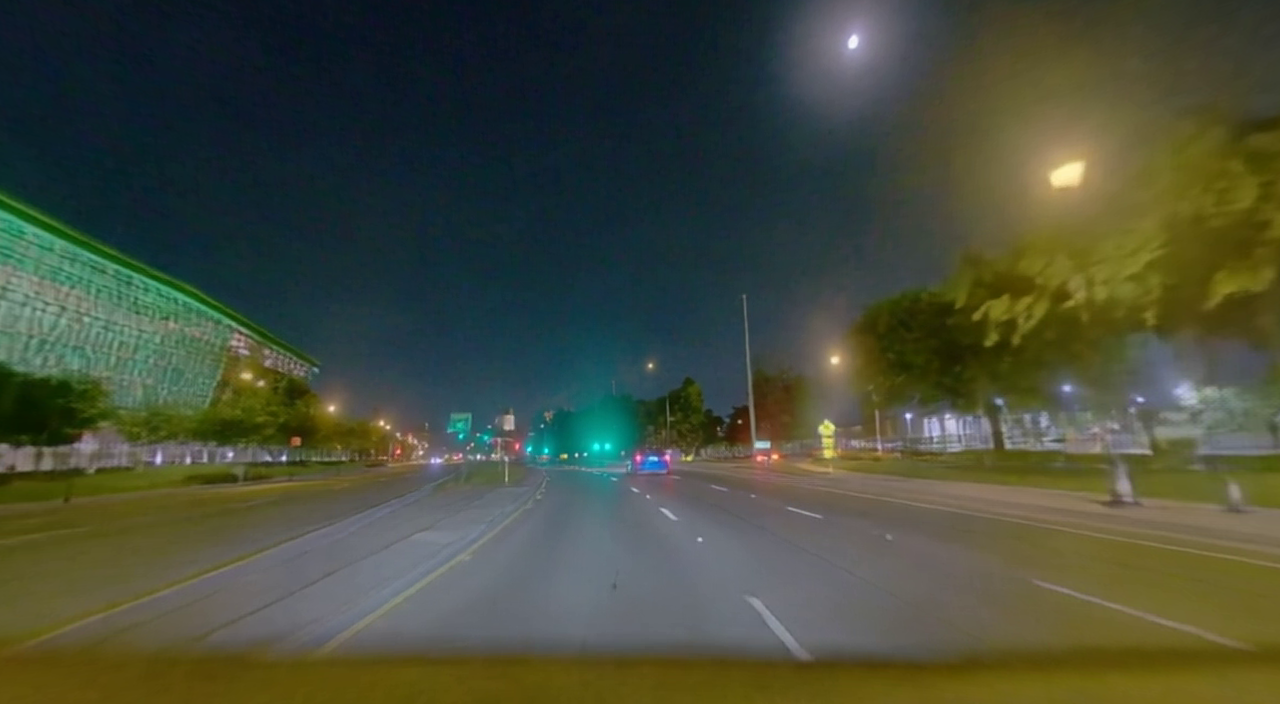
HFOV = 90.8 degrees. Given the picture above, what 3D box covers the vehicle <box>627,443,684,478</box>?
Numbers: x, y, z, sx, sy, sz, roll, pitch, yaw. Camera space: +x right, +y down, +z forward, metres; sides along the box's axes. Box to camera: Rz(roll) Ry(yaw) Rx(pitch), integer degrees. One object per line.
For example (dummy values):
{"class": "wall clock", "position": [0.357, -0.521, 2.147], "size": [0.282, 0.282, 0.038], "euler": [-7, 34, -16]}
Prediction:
{"class": "vehicle", "position": [0.709, 5.502, 32.274], "size": [2.165, 1.633, 4.381], "euler": [1, -9, -8]}
